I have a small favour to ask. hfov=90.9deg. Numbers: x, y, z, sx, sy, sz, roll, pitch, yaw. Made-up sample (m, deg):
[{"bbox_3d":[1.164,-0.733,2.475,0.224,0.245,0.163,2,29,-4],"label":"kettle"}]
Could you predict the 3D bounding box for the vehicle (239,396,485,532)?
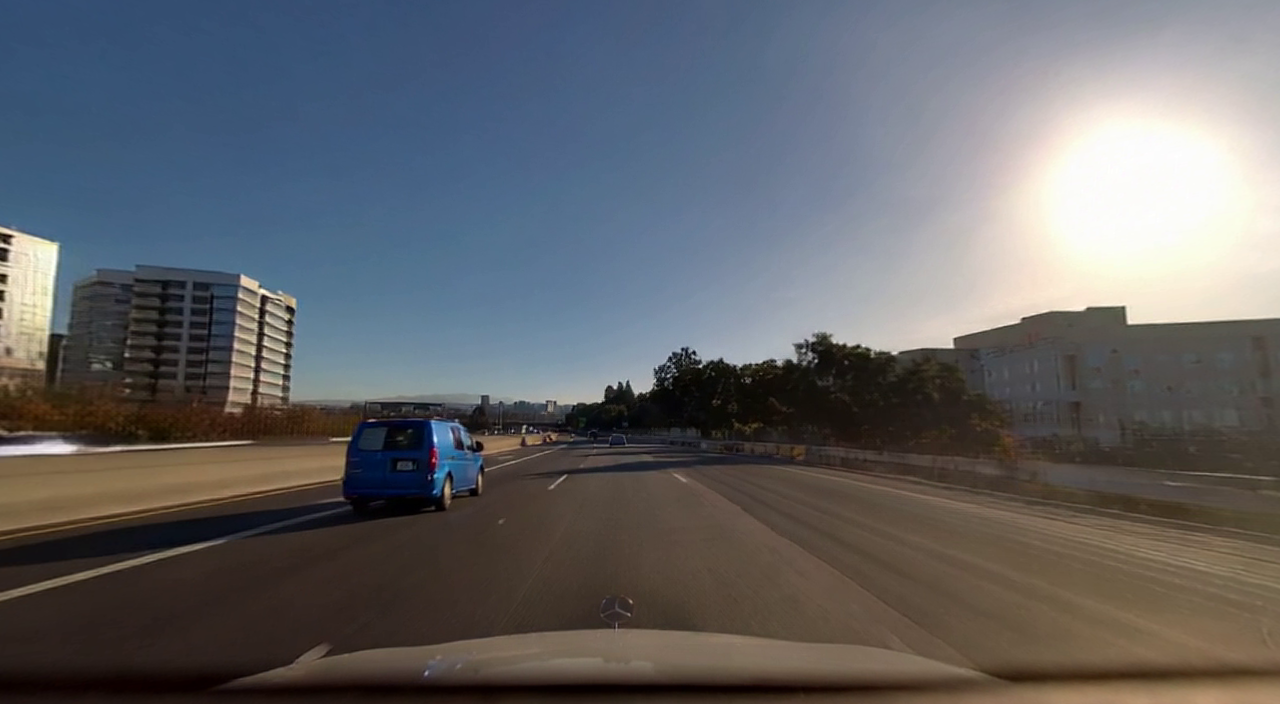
[{"bbox_3d":[-4.358,1.833,10.991,2.219,1.827,4.738,0,-7,-2],"label":"vehicle"}]
